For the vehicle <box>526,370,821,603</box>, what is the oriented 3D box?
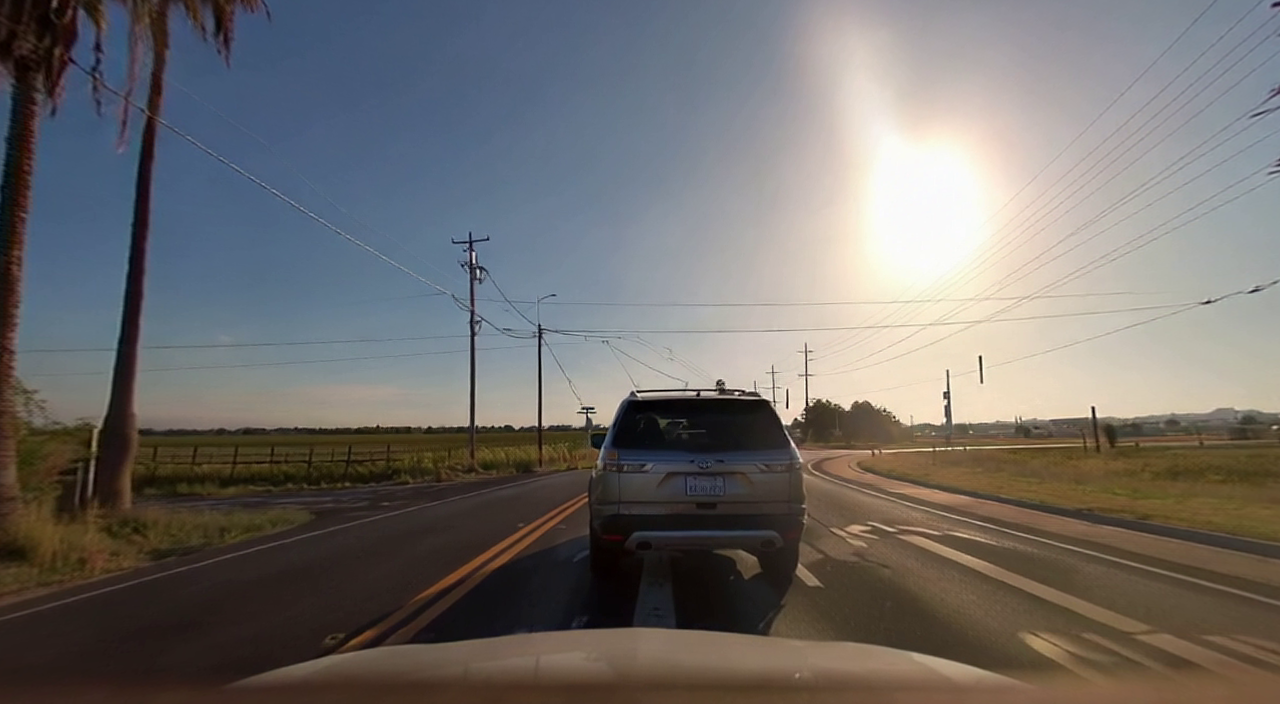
[{"bbox_3d":[0.191,1.412,7.431,2.364,1.859,4.538,0,-9,-2],"label":"vehicle"}]
